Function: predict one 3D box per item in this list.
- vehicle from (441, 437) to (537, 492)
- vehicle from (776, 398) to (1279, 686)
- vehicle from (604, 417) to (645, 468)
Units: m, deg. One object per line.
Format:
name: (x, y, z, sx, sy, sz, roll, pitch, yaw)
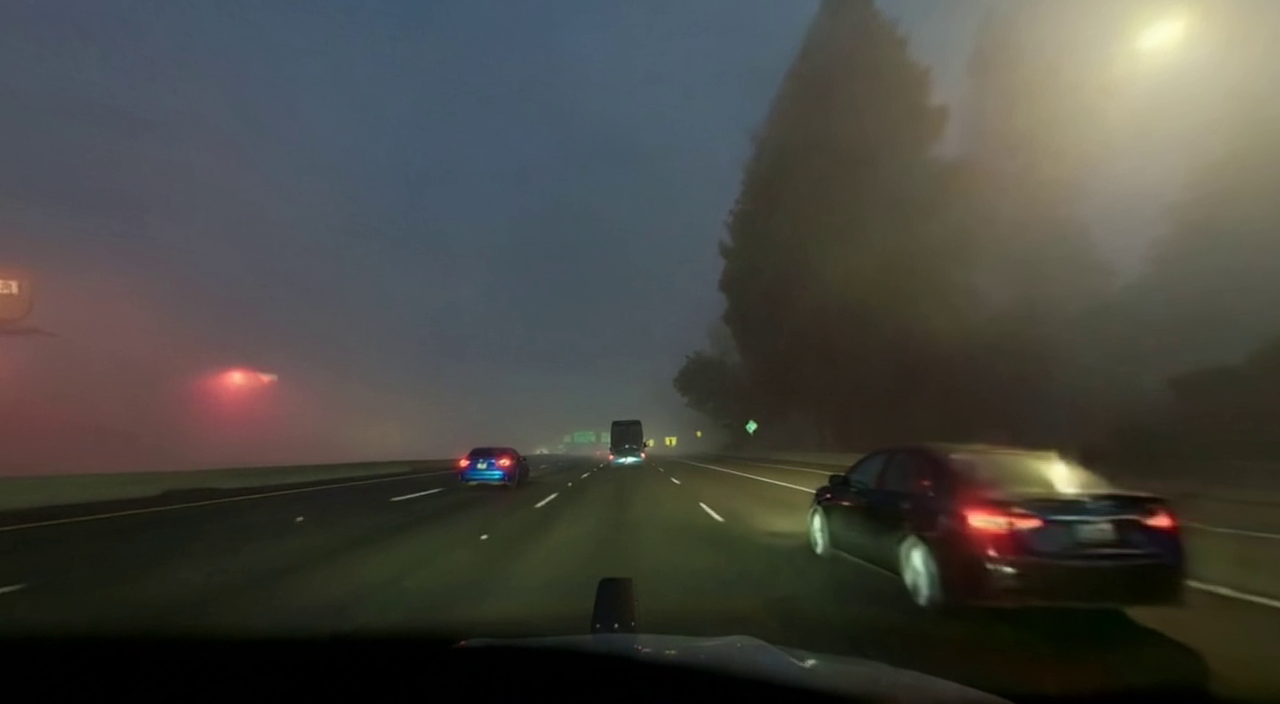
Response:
vehicle: (-4.807, 3.643, 20.910, 2.021, 1.598, 4.887, 0, -8, -1)
vehicle: (2.955, 1.408, 5.929, 2.175, 1.598, 4.584, 0, -8, -2)
vehicle: (-1.008, 5.780, 40.245, 2.364, 2.953, 6.495, 0, -8, -2)
